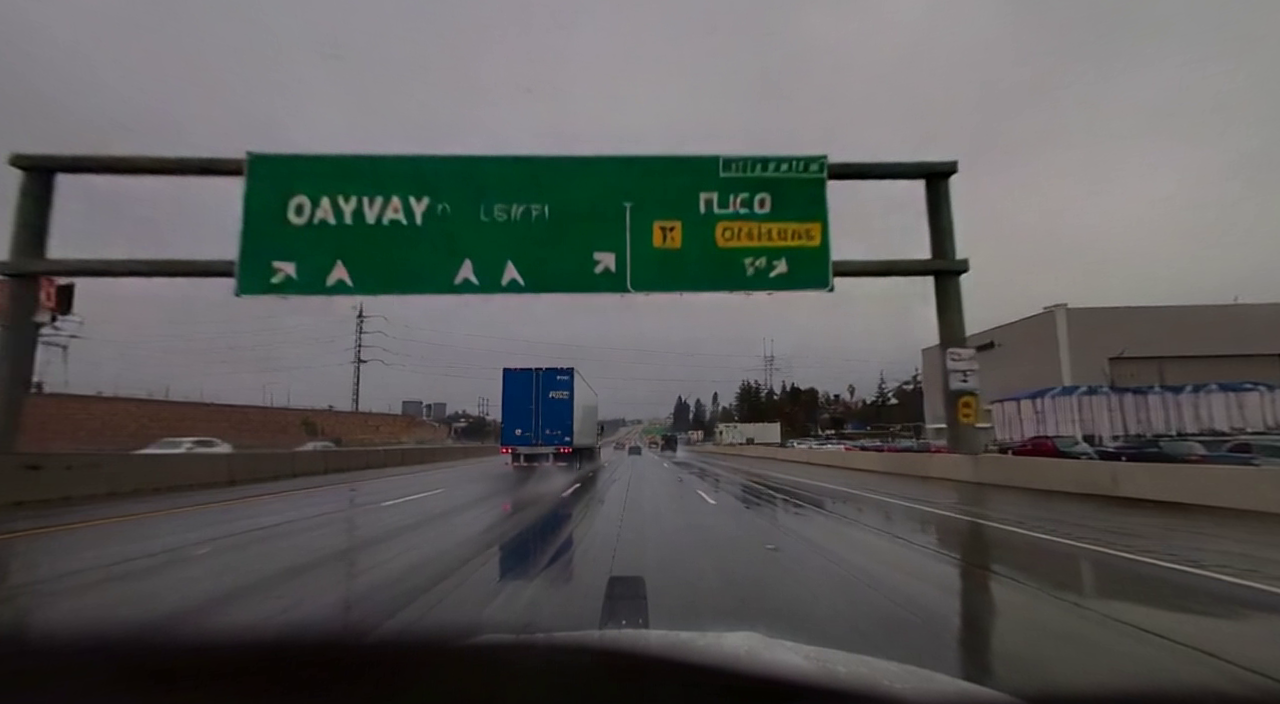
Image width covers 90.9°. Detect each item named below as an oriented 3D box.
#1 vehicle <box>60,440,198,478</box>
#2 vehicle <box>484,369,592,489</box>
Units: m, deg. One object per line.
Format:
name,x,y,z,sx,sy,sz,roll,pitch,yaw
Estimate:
vehicle,-21.582,4.523,26.946,1.849,1.491,4.662,-1,-8,3
vehicle,-3.846,3.150,26.230,2.977,4.048,8.890,2,-7,-1
